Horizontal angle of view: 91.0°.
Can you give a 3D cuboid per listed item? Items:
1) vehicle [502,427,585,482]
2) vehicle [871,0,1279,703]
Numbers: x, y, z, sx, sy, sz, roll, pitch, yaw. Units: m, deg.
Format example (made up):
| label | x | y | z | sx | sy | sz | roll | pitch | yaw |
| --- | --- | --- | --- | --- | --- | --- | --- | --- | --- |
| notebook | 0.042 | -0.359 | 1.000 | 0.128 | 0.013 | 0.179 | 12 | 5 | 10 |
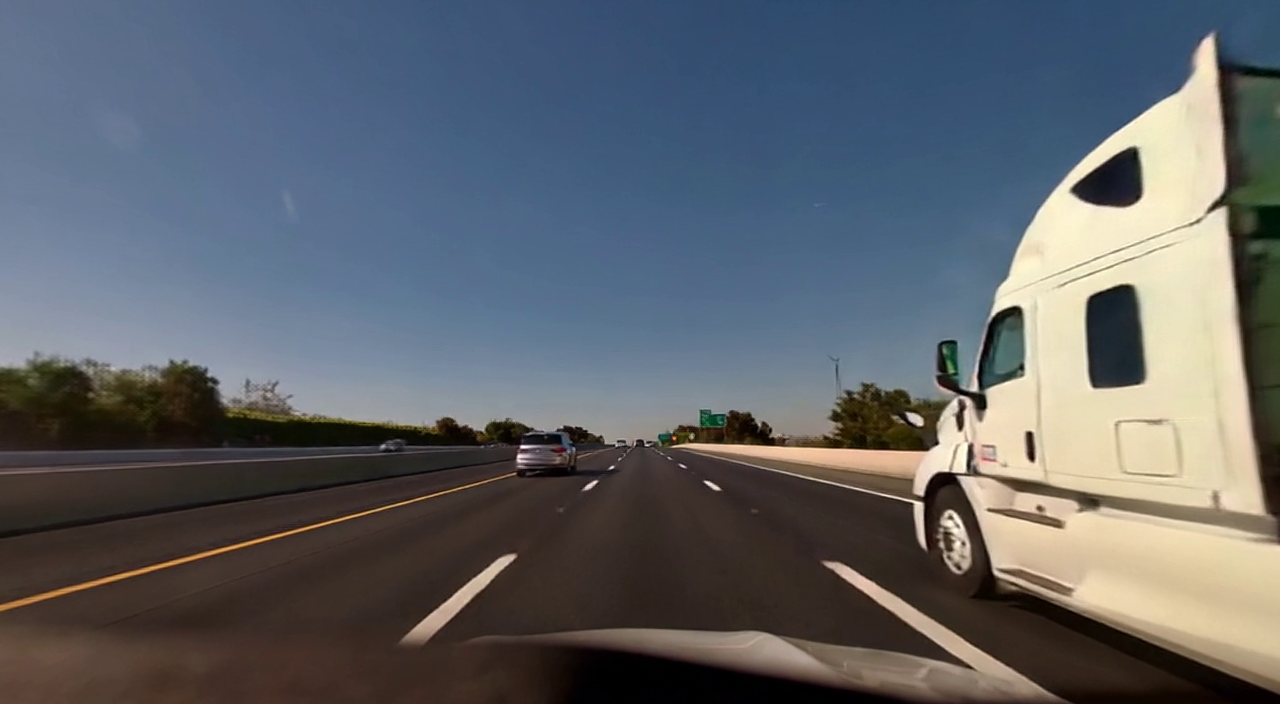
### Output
| label | x | y | z | sx | sy | sz | roll | pitch | yaw |
| --- | --- | --- | --- | --- | --- | --- | --- | --- | --- |
| vehicle | -3.234 | 3.565 | 22.139 | 2.189 | 1.707 | 4.692 | 0 | -8 | 0 |
| vehicle | 3.881 | -0.254 | 3.480 | 3.037 | 4.014 | 6.276 | 1 | -7 | 3 |
